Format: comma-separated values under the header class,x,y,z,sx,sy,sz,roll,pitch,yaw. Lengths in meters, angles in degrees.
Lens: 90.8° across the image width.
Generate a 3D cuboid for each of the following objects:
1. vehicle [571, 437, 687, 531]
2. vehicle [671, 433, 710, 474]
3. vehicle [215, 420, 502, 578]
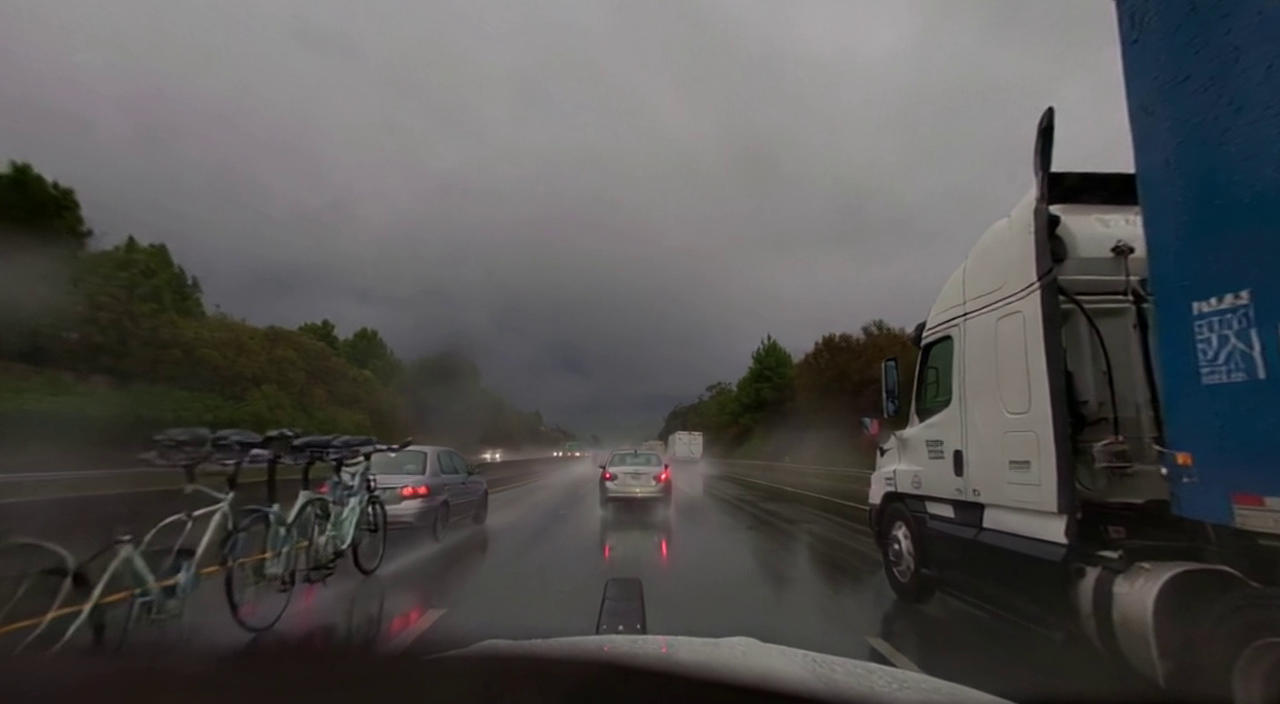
class,x,y,z,sx,sy,sz,roll,pitch,yaw
vehicle,-0.210,2.526,12.516,1.973,1.574,3.426,0,-9,-1
vehicle,3.436,7.039,43.905,2.234,2.679,5.372,0,-9,-1
vehicle,-3.524,1.940,9.105,1.985,1.671,4.604,0,-9,0
